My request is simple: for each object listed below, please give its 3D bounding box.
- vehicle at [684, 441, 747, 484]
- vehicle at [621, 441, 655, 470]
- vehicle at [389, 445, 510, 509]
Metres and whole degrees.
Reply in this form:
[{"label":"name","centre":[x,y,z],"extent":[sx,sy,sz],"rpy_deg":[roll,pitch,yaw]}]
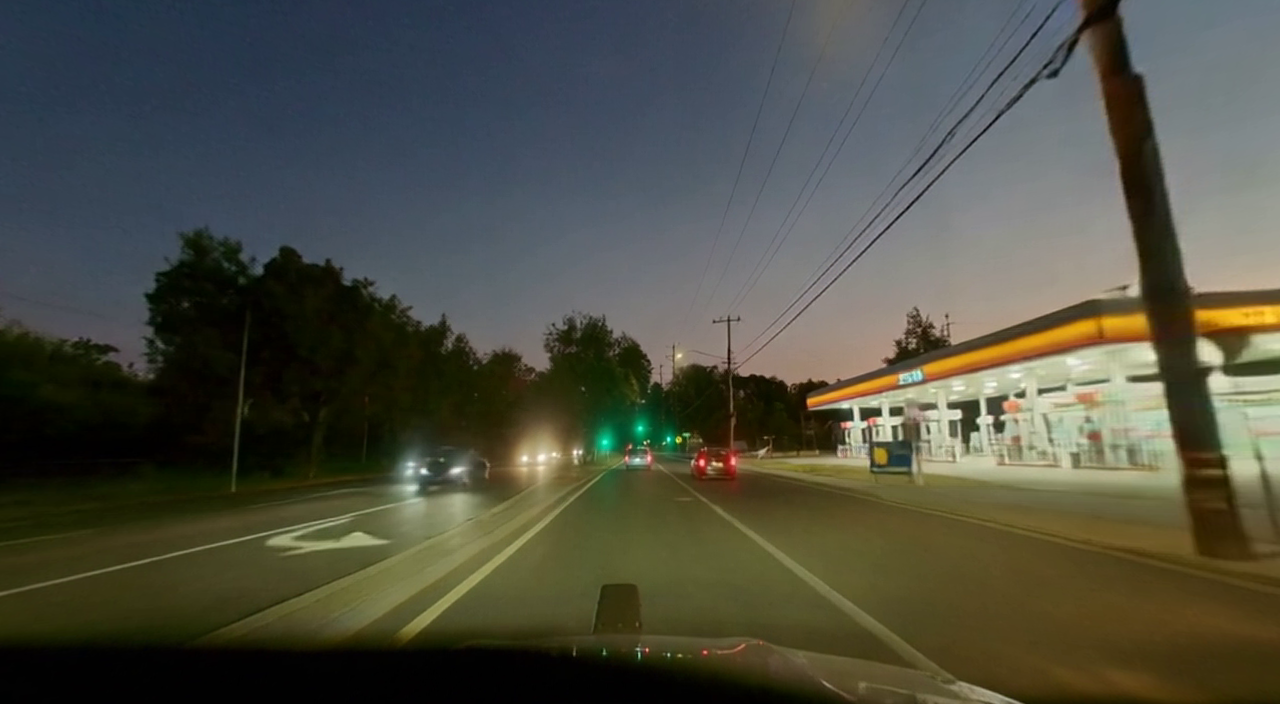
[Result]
[{"label":"vehicle","centre":[3.001,4.523,26.130],"extent":[1.990,1.592,4.294],"rpy_deg":[0,-8,-1]},{"label":"vehicle","centre":[-0.165,7.010,43.070],"extent":[2.163,1.825,4.073],"rpy_deg":[0,-8,-1]},{"label":"vehicle","centre":[-5.007,3.327,17.365],"extent":[2.032,1.487,4.413],"rpy_deg":[0,-8,-1]}]
